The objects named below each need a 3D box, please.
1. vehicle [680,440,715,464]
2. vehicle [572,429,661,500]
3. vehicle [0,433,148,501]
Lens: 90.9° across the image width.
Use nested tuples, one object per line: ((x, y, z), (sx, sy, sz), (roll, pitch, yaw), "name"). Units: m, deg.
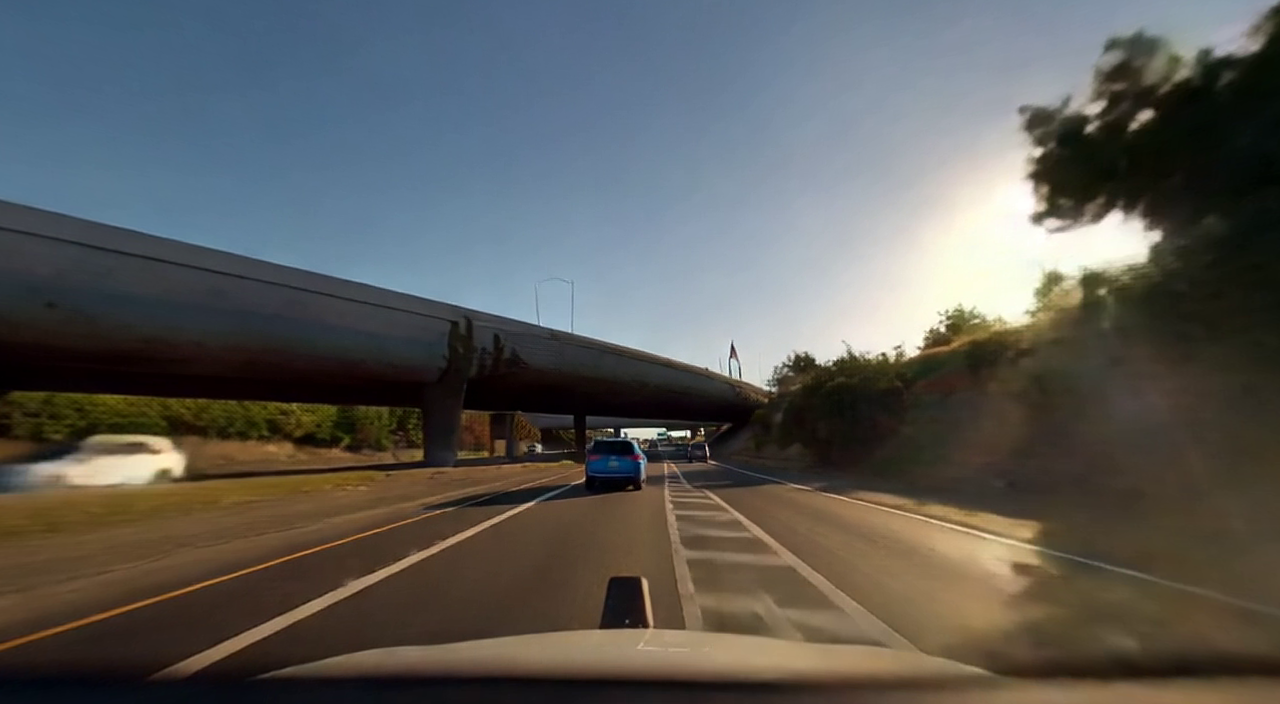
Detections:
((4.062, 7.152, 45.238), (2.073, 1.621, 3.993), (0, -8, 0), "vehicle")
((-0.504, 3.059, 17.597), (2.143, 1.693, 4.513), (-1, -8, 2), "vehicle")
((-18.438, 3.485, 19.586), (2.248, 1.820, 4.877), (-1, -8, 1), "vehicle")
